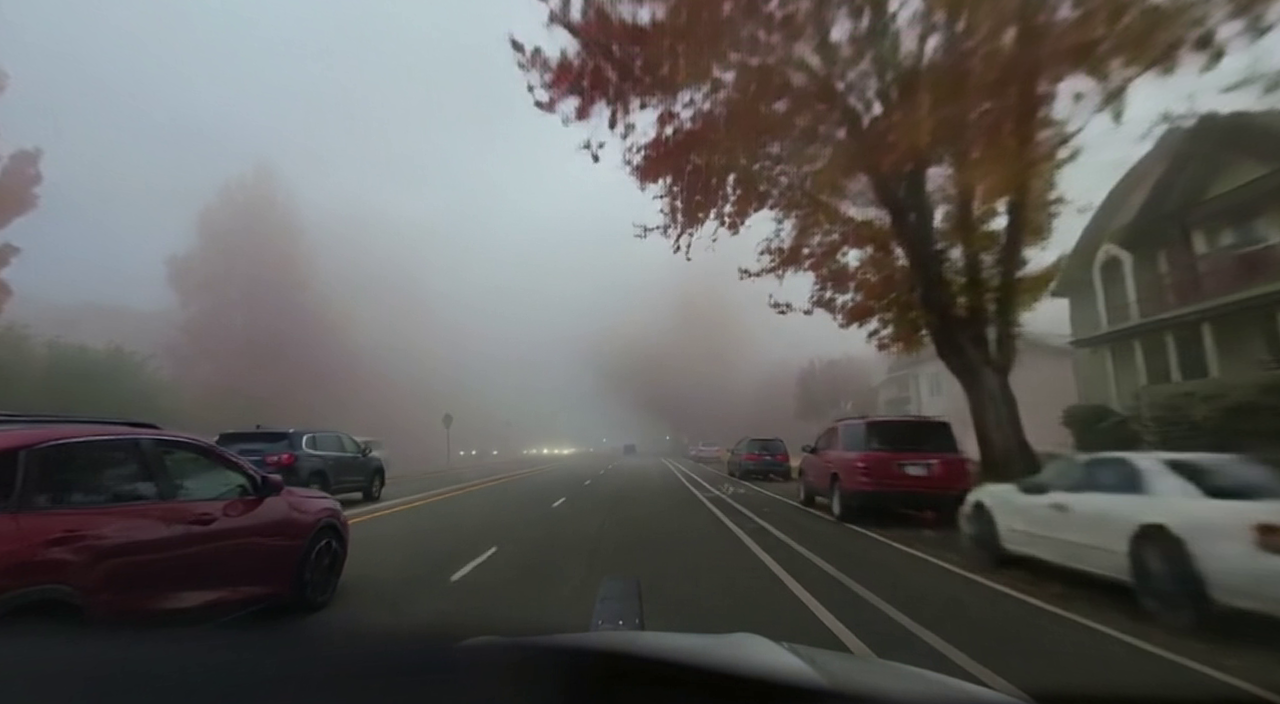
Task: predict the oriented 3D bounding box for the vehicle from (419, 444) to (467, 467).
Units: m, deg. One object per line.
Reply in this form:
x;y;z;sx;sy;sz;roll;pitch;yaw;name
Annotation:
-13.670;7.179;43.887;1.837;1.491;4.378;0;-9;1;vehicle

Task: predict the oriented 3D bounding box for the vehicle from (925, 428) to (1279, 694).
4.556;1.487;5.470;1.876;1.510;4.637;1;-9;-2;vehicle

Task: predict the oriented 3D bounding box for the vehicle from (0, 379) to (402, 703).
-3.208;1.022;3.420;1.982;1.478;4.465;0;-9;1;vehicle

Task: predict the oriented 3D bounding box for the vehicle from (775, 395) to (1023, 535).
4.626;2.199;12.862;2.374;2.104;6.508;0;-9;1;vehicle

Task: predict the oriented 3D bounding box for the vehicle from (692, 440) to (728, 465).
4.968;7.219;45.450;2.014;1.700;4.369;1;-9;-1;vehicle

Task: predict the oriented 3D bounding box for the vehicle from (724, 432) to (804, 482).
4.861;4.226;25.629;2.164;1.793;5.671;0;-9;1;vehicle
